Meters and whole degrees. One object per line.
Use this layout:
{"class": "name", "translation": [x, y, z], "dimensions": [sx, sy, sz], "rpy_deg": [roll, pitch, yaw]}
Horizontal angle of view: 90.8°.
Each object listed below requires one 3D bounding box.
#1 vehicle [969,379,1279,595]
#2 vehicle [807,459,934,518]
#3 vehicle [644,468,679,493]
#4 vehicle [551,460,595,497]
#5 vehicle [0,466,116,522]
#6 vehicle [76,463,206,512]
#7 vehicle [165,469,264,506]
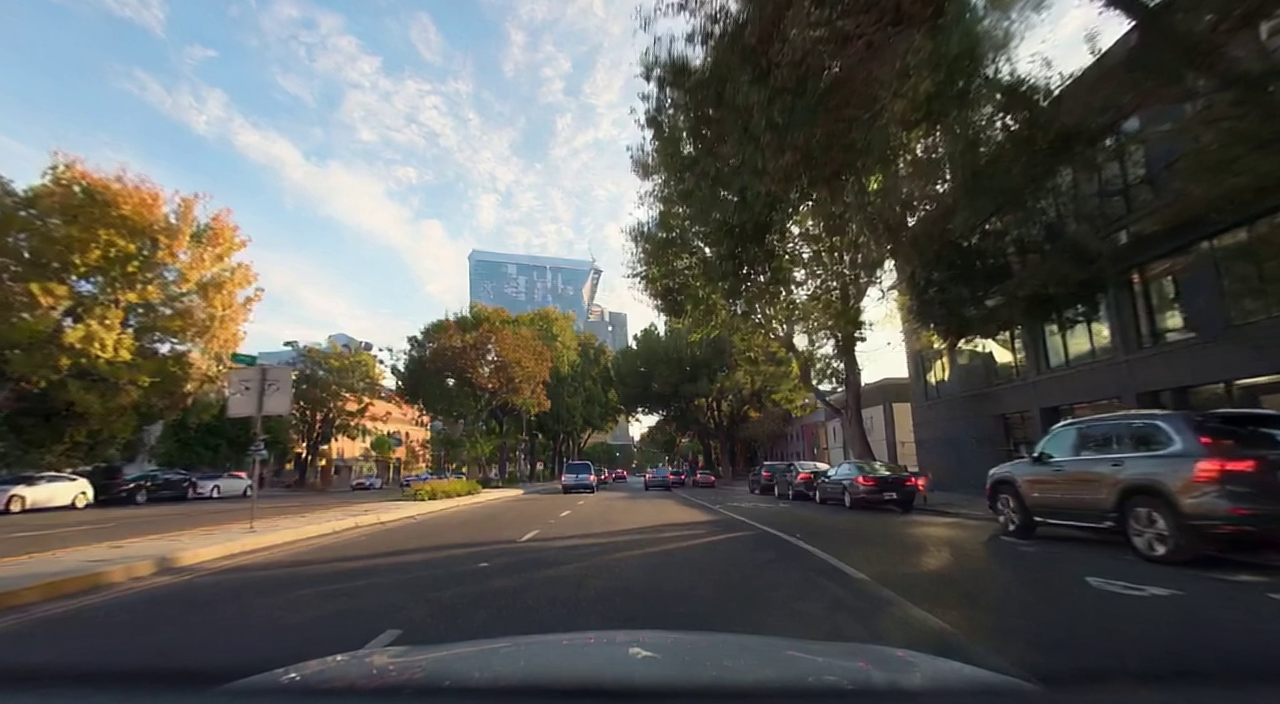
{"class": "vehicle", "translation": [7.500, 1.716, 8.947], "dimensions": [2.582, 2.116, 5.419], "rpy_deg": [0, -8, -2]}
{"class": "vehicle", "translation": [6.902, 4.101, 19.475], "dimensions": [2.269, 1.506, 4.152], "rpy_deg": [0, -8, -1]}
{"class": "vehicle", "translation": [1.535, 9.509, 46.933], "dimensions": [2.201, 1.589, 3.843], "rpy_deg": [0, -8, -4]}
{"class": "vehicle", "translation": [-4.007, 7.632, 38.566], "dimensions": [2.223, 1.957, 4.845], "rpy_deg": [0, -8, 0]}
{"class": "vehicle", "translation": [-21.474, 4.925, 22.262], "dimensions": [1.943, 1.642, 4.818], "rpy_deg": [0, -8, -2]}
{"class": "vehicle", "translation": [-21.789, 5.896, 27.872], "dimensions": [2.270, 1.830, 4.409], "rpy_deg": [0, -8, -3]}
{"class": "vehicle", "translation": [-21.955, 6.997, 32.862], "dimensions": [1.999, 1.562, 4.803], "rpy_deg": [0, -8, -3]}
